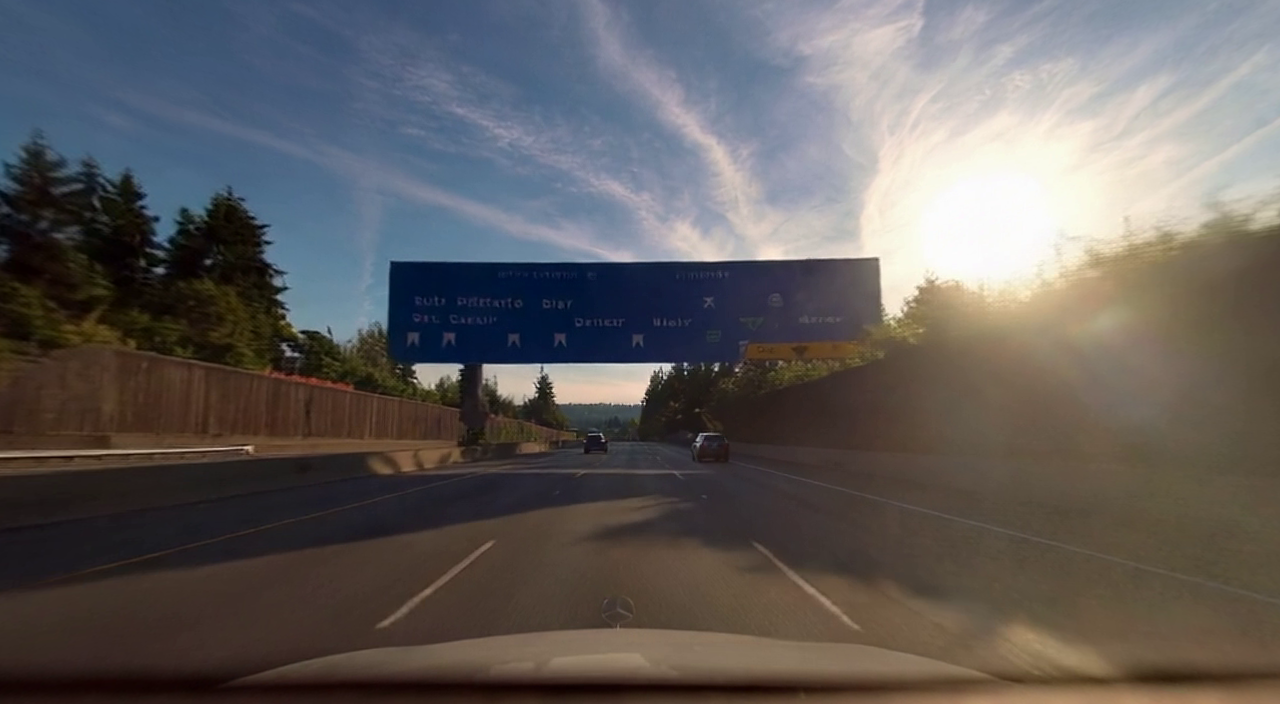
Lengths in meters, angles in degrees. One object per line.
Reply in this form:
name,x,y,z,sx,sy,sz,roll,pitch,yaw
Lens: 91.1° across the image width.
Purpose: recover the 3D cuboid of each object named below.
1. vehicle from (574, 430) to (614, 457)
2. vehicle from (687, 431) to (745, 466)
vehicle,-2.924,5.923,40.848,2.219,1.660,4.153,0,-8,1
vehicle,3.543,4.561,30.071,2.077,1.523,4.539,0,-8,-2
